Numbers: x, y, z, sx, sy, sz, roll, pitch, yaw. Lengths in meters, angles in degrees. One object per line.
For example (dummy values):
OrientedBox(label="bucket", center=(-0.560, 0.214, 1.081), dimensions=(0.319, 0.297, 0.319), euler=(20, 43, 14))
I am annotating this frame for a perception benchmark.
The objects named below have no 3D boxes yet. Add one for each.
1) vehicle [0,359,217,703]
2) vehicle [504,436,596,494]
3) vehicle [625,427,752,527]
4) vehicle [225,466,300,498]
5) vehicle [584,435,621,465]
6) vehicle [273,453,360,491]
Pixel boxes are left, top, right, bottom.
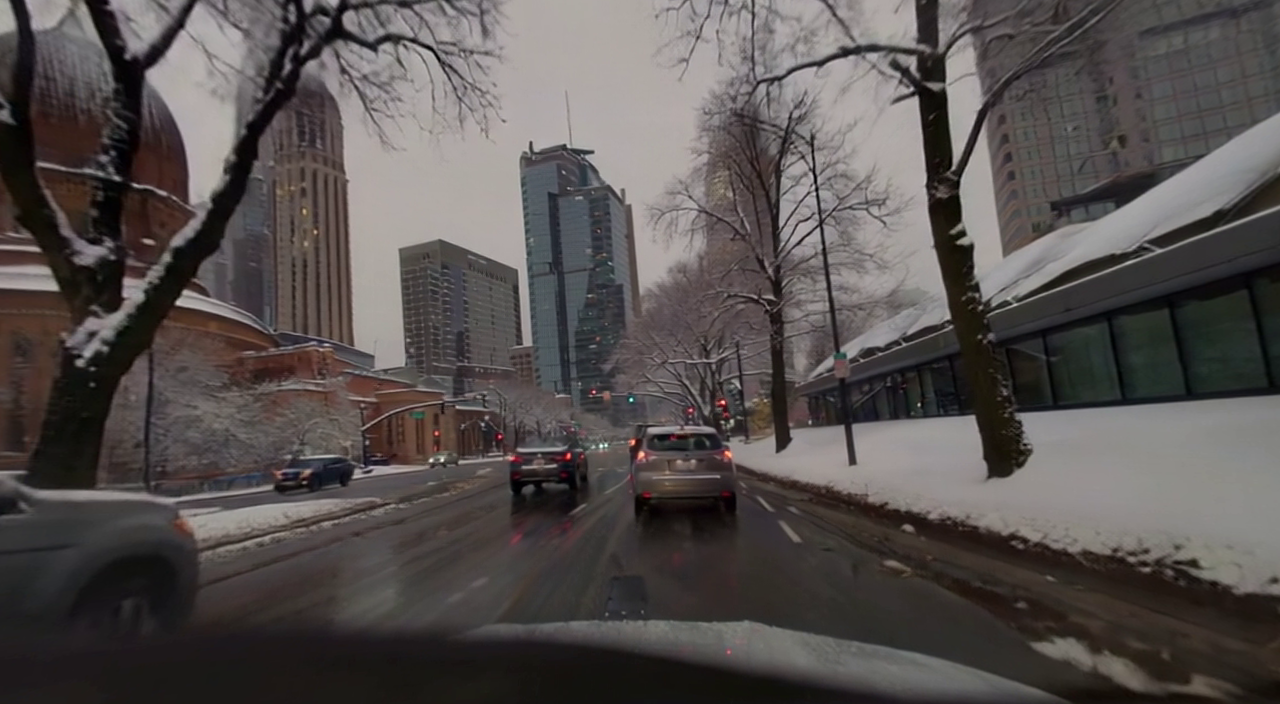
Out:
OrientedBox(label="vehicle", center=(-3.312, 0.743, 1.617), dimensions=(1.848, 1.641, 3.686), euler=(0, -9, 0))
OrientedBox(label="vehicle", center=(-2.505, 3.279, 18.655), dimensions=(1.961, 1.517, 4.202), euler=(0, -9, 2))
OrientedBox(label="vehicle", center=(0.754, 2.206, 11.624), dimensions=(1.933, 1.504, 3.802), euler=(0, -9, 0))
OrientedBox(label="vehicle", center=(-23.551, 8.086, 39.591), dimensions=(2.003, 1.747, 4.505), euler=(0, -9, -2))
OrientedBox(label="vehicle", center=(-2.325, 6.131, 39.683), dimensions=(1.969, 1.764, 4.160), euler=(0, -9, 1))
OrientedBox(label="vehicle", center=(-16.866, 6.256, 33.231), dimensions=(2.024, 1.782, 4.827), euler=(0, -9, 0))
